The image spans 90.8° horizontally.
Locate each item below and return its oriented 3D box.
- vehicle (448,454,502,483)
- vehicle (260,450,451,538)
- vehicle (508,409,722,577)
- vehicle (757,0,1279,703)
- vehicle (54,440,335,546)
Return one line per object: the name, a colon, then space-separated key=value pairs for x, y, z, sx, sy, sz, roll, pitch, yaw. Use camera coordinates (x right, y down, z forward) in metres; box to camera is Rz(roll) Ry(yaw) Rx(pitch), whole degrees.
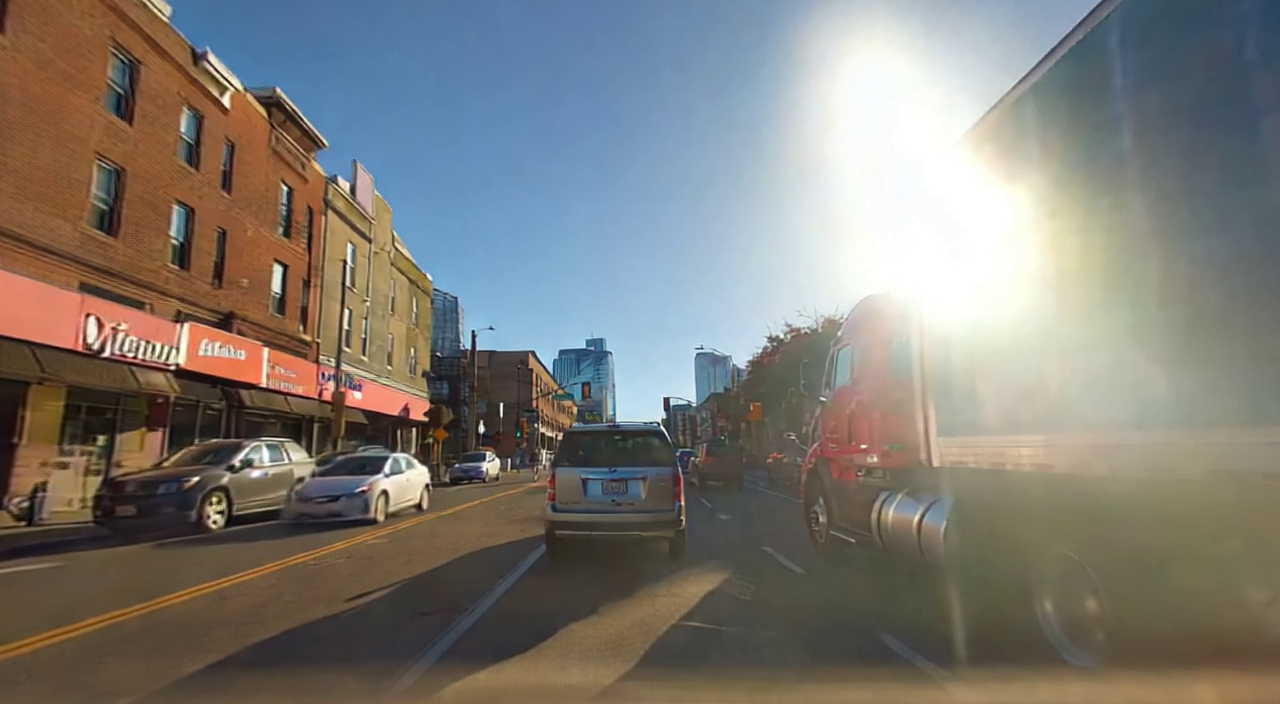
vehicle: x=-8.715 y=6.187 z=33.719 sx=1.805 sy=1.379 sz=4.359 roll=0 pitch=-9 yaw=-1
vehicle: x=-5.635 y=2.815 z=13.267 sx=1.997 sy=1.467 sz=4.373 roll=-1 pitch=-9 yaw=0
vehicle: x=-0.255 y=1.861 z=9.130 sx=2.283 sy=1.783 sz=4.548 roll=0 pitch=-9 yaw=0
vehicle: x=2.917 y=0.004 z=2.672 sx=2.913 sy=3.771 sz=9.716 roll=0 pitch=-9 yaw=0
vehicle: x=-8.835 y=2.791 z=13.364 sx=2.065 sy=1.758 sz=5.144 roll=-1 pitch=-9 yaw=2
